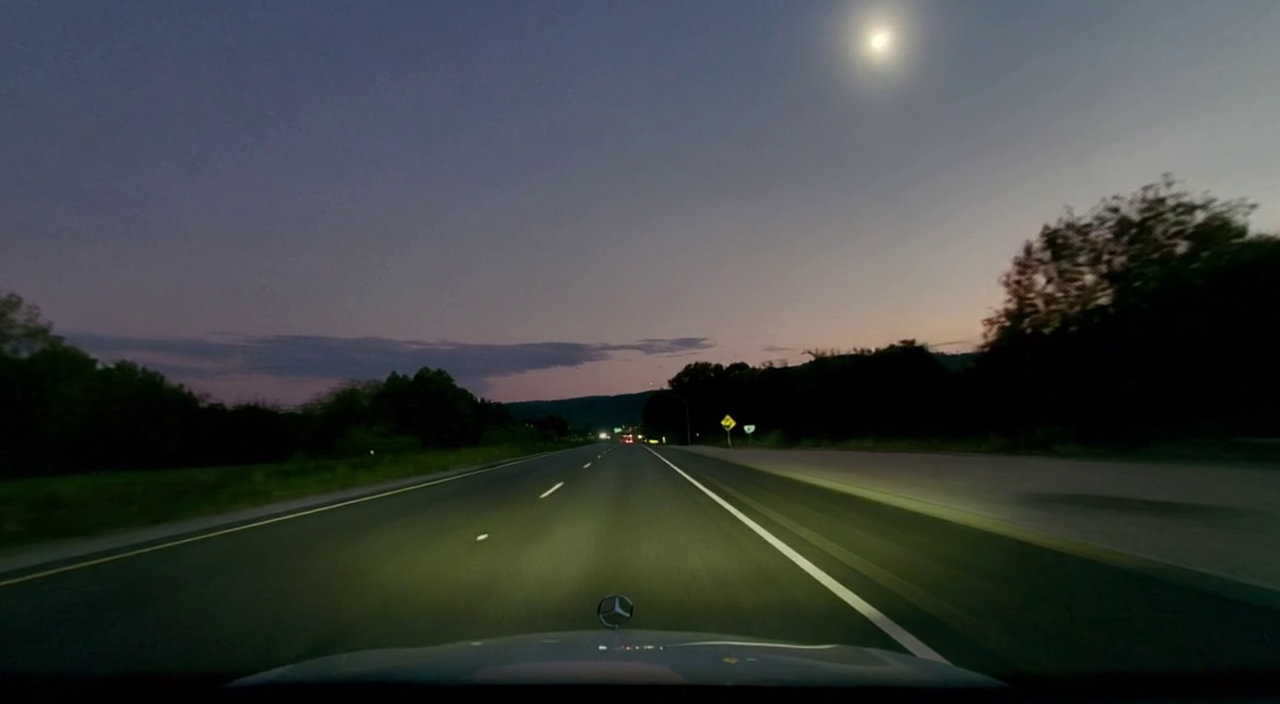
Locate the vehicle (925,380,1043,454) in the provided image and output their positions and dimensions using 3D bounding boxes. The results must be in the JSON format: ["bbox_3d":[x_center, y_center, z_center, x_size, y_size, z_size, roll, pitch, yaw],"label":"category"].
[{"bbox_3d":[20.073,3.920,37.269,2.963,3.988,5.894,1,-8,-7],"label":"vehicle"}]
